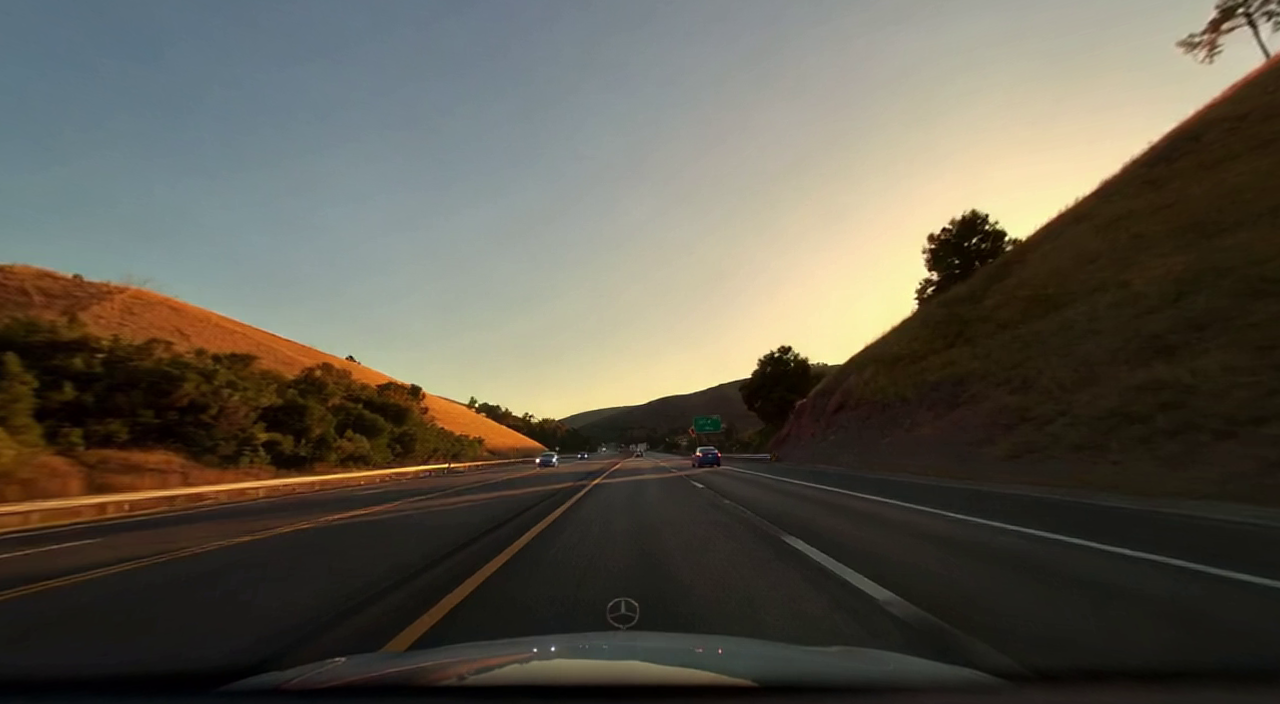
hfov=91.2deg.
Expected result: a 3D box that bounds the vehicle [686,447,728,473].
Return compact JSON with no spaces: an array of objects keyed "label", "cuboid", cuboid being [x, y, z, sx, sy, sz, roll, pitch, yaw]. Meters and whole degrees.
[{"label":"vehicle","cuboid":[4.007,6.541,38.224,1.981,1.440,4.125,0,-9,-2]}]
